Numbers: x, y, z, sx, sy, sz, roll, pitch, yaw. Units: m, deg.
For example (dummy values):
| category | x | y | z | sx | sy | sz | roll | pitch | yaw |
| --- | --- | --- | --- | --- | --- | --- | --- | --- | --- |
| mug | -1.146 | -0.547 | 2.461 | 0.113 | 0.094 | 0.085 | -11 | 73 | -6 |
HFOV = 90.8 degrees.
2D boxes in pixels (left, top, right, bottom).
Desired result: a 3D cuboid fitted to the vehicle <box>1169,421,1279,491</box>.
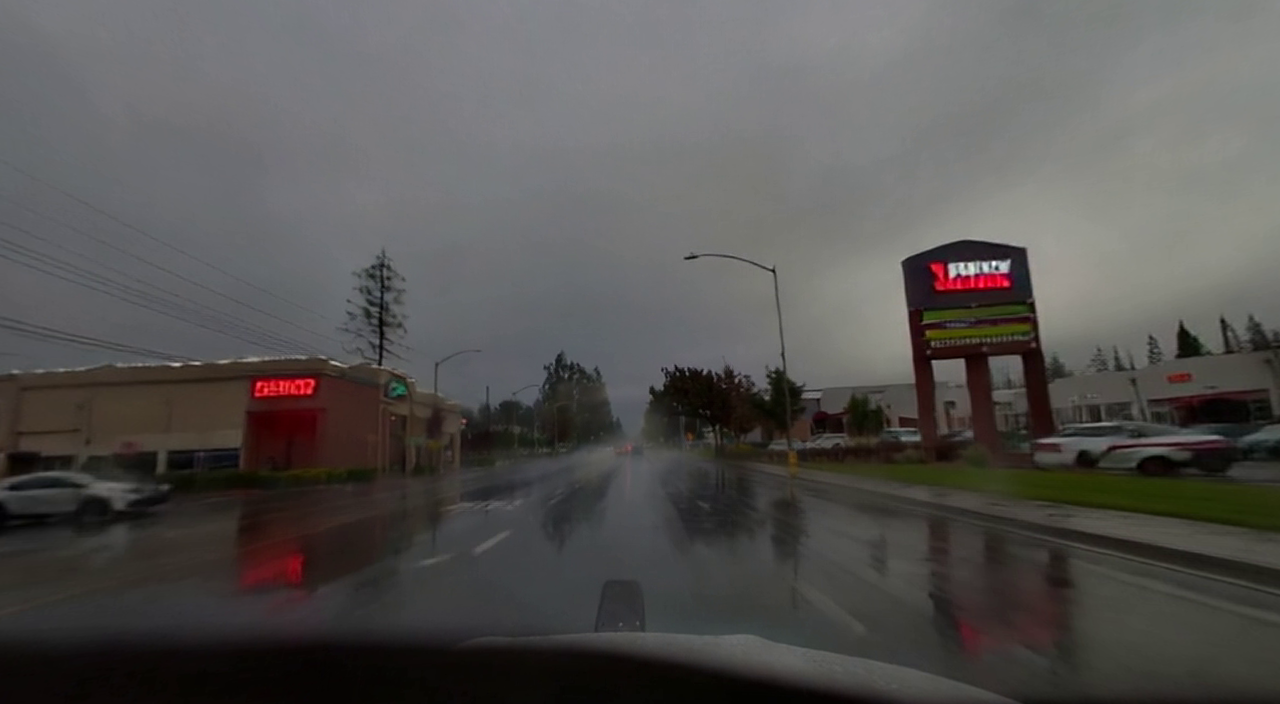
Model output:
| category | x | y | z | sx | sy | sz | roll | pitch | yaw |
| --- | --- | --- | --- | --- | --- | --- | --- | --- | --- |
| vehicle | 15.762 | 2.472 | 15.175 | 4.212 | 1.537 | 2.044 | 0 | -8 | 0 |

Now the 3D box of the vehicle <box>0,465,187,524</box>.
| category | x | y | z | sx | sy | sz | roll | pitch | yaw |
| --- | --- | --- | --- | --- | --- | --- | --- | --- | --- |
| vehicle | -16.828 | 4.229 | 18.976 | 4.752 | 1.523 | 2.123 | 0 | -8 | -2 |

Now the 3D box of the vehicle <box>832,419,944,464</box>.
| category | x | y | z | sx | sy | sz | roll | pitch | yaw |
| --- | --- | --- | --- | --- | --- | --- | --- | --- | --- |
| vehicle | 15.356 | 5.580 | 39.370 | 5.797 | 2.052 | 2.329 | -6 | -8 | -1 |
